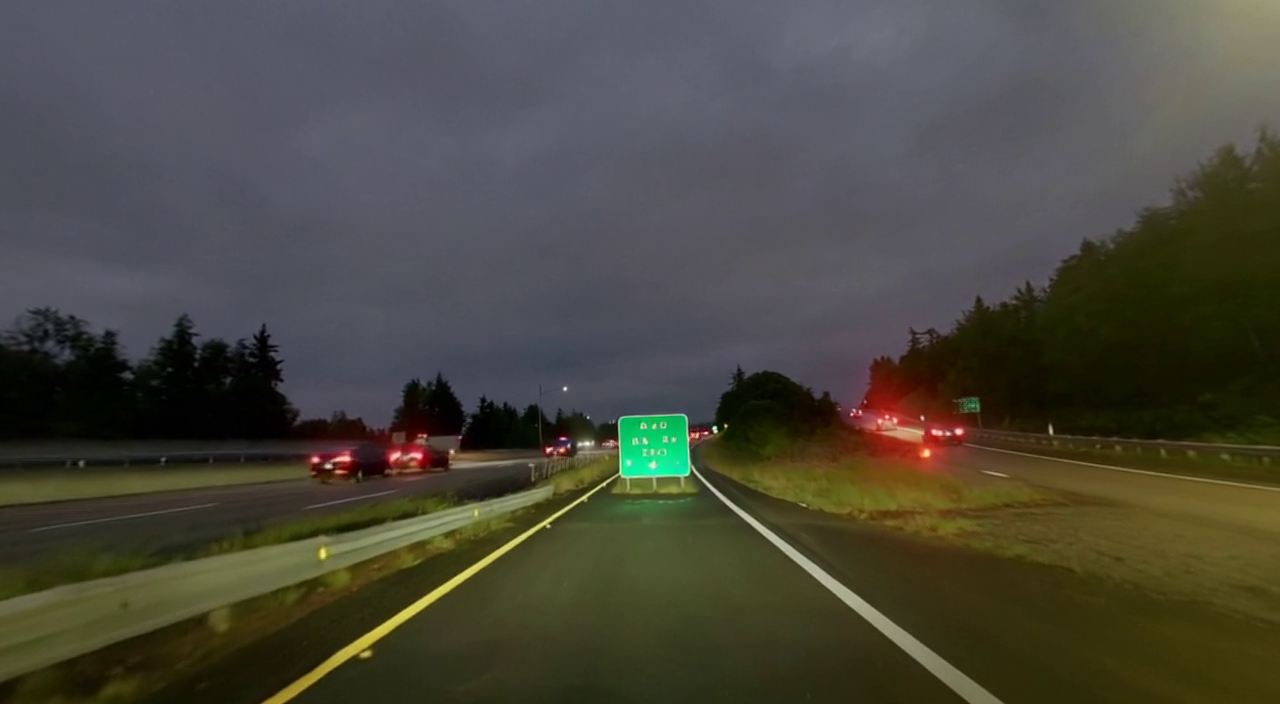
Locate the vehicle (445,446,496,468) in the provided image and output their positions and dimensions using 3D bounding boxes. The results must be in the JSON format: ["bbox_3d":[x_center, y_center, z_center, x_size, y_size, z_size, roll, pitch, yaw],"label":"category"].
[{"bbox_3d":[-11.727,7.288,43.967,1.918,1.451,4.668,-1,-9,4],"label":"vehicle"}]

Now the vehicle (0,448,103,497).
[{"bbox_3d":[-20.483,3.889,20.511,1.884,1.447,4.502,-1,-8,3],"label":"vehicle"}]

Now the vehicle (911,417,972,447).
[{"bbox_3d":[17.934,4.825,37.770,2.098,1.654,4.637,-2,-9,11],"label":"vehicle"}]

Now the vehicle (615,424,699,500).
[{"bbox_3d":[0.435,3.045,17.773,2.043,1.821,4.558,-1,-8,0],"label":"vehicle"}]

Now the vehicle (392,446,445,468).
[{"bbox_3d":[-15.765,7.482,45.133,1.825,1.437,4.692,-1,-8,4],"label":"vehicle"}]

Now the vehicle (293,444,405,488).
[{"bbox_3d":[-11.471,4.493,25.275,1.958,1.545,4.588,-1,-8,5],"label":"vehicle"}]
